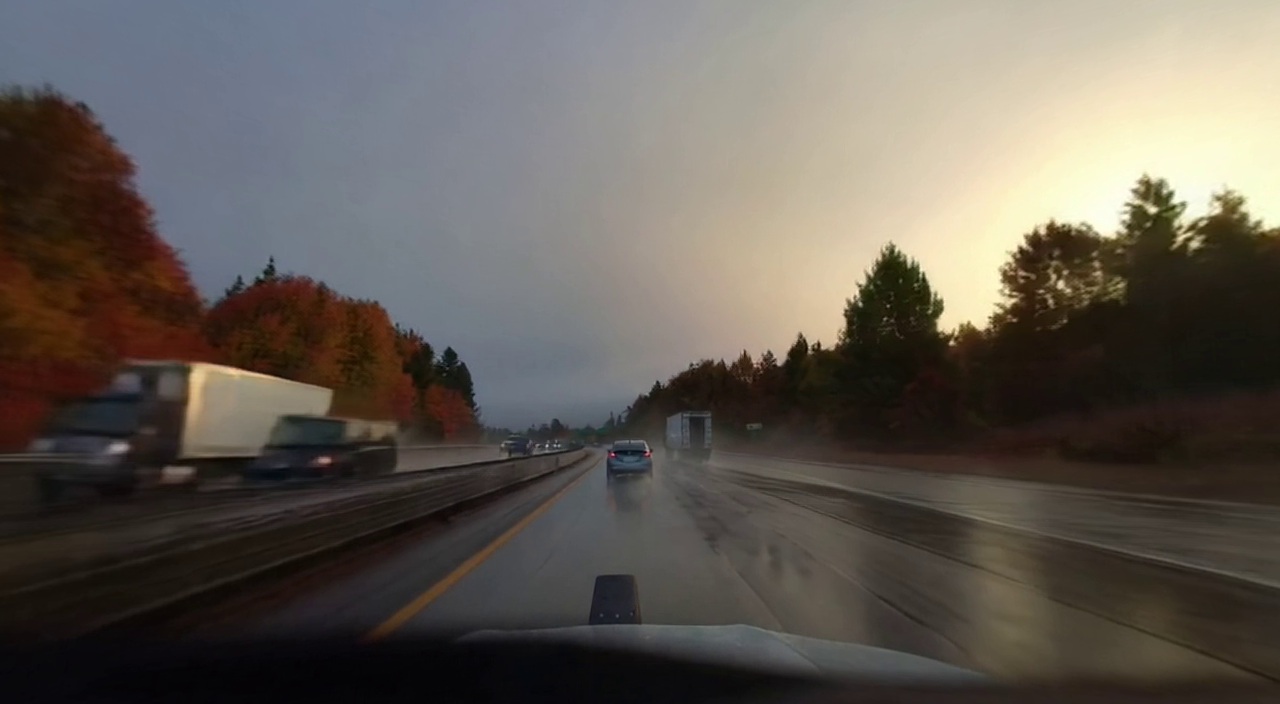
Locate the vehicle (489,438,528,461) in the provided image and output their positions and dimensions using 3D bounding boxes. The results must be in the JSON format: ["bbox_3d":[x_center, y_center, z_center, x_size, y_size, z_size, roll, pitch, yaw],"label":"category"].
[{"bbox_3d":[-9.489,7.131,45.644,1.947,1.565,4.155,0,-9,0],"label":"vehicle"}]

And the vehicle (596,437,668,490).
[{"bbox_3d":[-0.276,3.583,20.407,2.099,1.506,4.097,0,-9,-1],"label":"vehicle"}]

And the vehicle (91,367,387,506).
[{"bbox_3d":[-8.805,2.094,15.117,2.433,2.536,7.064,0,-9,0],"label":"vehicle"}]
